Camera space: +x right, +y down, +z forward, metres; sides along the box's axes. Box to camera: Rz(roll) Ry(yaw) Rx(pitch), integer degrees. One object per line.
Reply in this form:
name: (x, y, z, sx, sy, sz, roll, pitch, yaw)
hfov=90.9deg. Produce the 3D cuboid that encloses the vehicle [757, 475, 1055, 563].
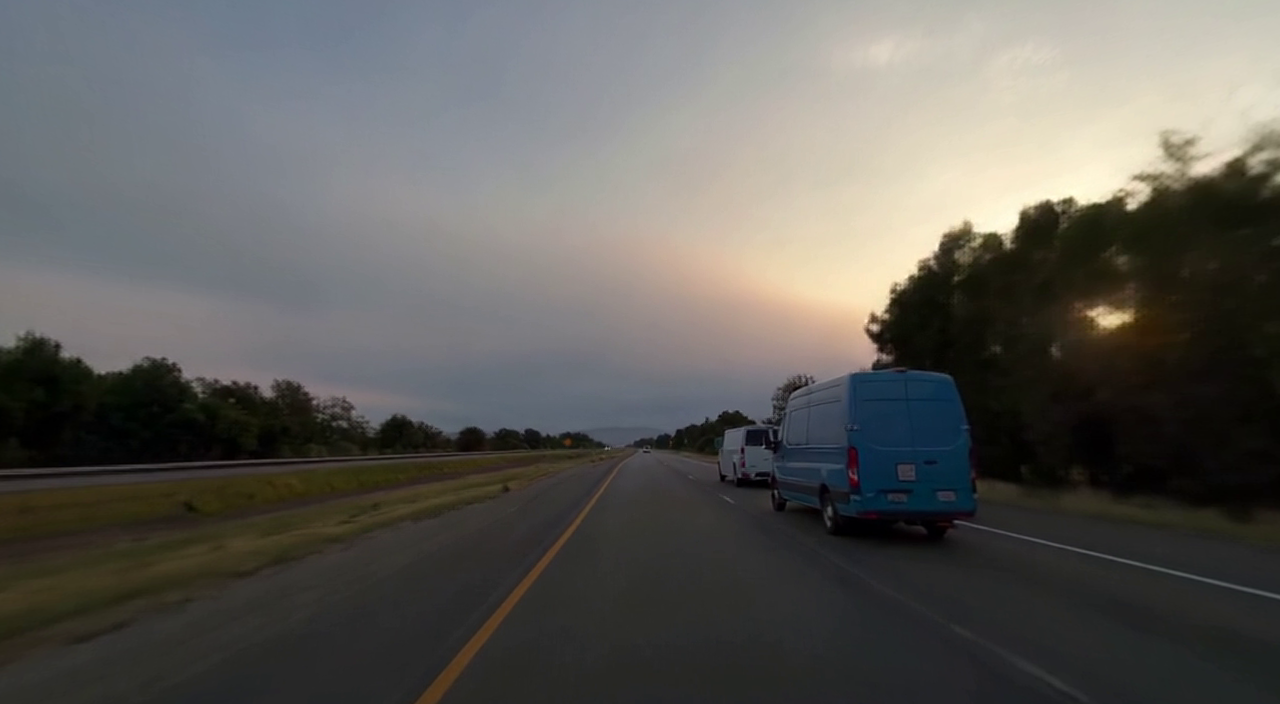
vehicle: (4.045, 2.804, 11.405, 2.702, 0.824, 6.391, 0, -8, 0)

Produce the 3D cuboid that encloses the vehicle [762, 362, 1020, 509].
vehicle: (4.077, 1.579, 11.728, 2.444, 2.053, 5.616, 0, -8, 0)
